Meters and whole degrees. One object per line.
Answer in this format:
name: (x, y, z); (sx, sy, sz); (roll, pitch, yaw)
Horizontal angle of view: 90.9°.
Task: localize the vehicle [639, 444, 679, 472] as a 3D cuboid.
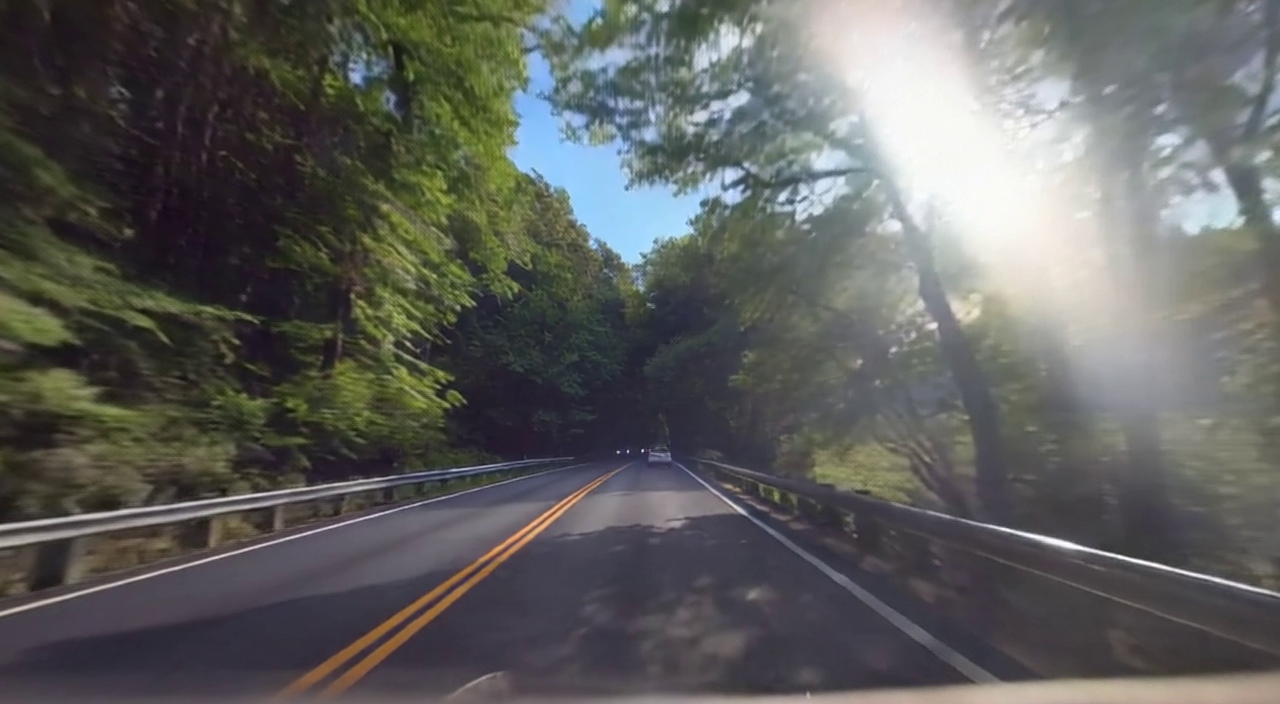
vehicle: (1.027, 5.999, 35.827); (2.120, 1.491, 4.349); (0, -9, 1)
